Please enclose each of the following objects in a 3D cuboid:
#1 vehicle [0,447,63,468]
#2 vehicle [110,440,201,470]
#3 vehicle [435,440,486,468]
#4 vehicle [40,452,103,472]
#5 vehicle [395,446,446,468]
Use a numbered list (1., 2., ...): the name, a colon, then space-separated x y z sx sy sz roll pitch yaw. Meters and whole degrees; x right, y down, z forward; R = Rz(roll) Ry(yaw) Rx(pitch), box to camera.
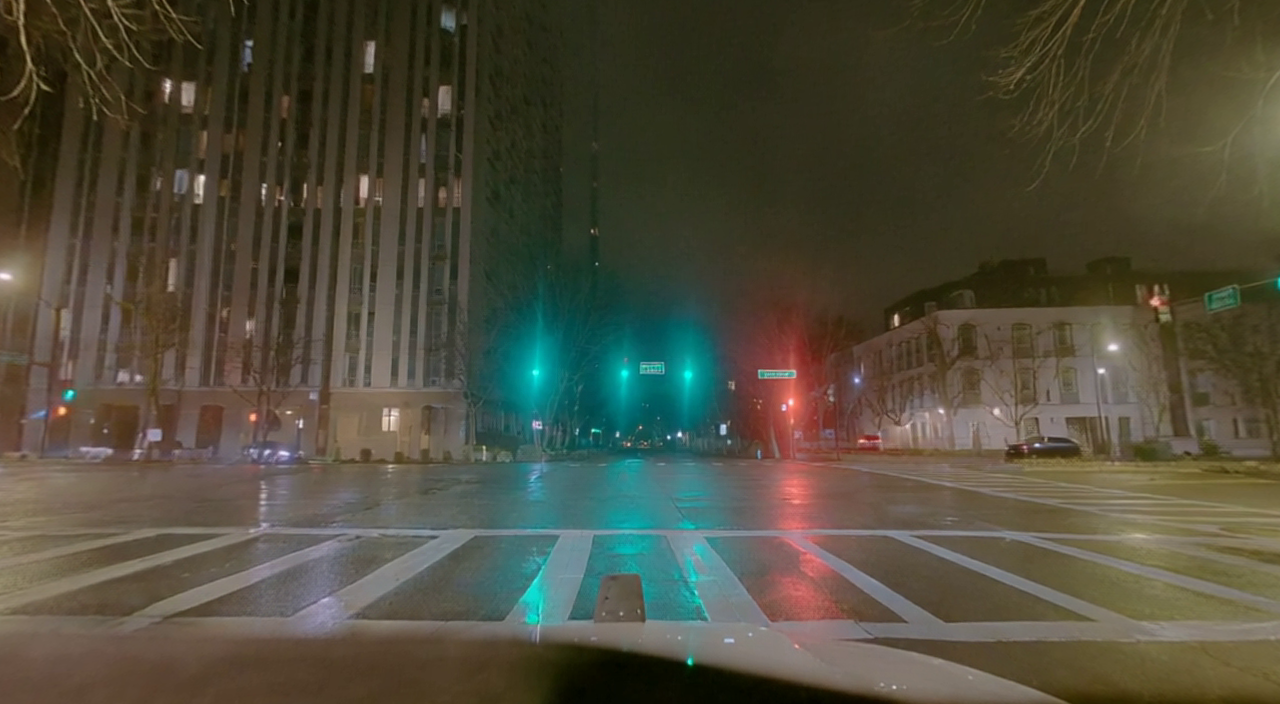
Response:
1. vehicle: -45.263 7.757 46.597 1.858 1.467 3.624 0 -8 0
2. vehicle: -34.905 7.415 45.746 2.204 1.955 5.518 0 -8 0
3. vehicle: -11.957 6.785 42.329 2.080 1.763 4.341 0 -8 0
4. vehicle: -41.579 8.027 46.285 1.552 1.339 3.340 -2 -9 -1
5. vehicle: -15.504 7.442 44.794 2.056 1.450 4.343 0 -8 0
